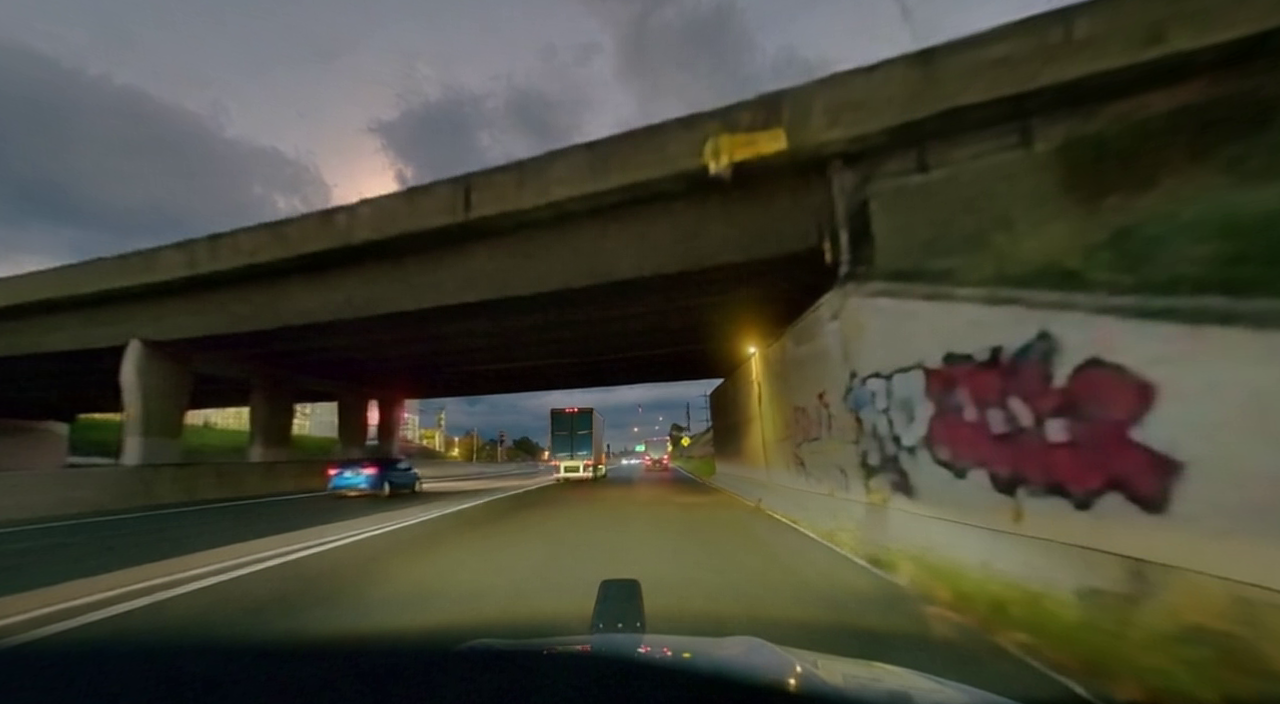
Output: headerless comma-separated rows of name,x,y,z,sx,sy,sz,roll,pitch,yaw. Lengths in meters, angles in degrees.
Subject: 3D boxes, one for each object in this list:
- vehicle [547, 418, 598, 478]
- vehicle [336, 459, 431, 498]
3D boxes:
vehicle,-4.927,7.312,47.939,2.955,4.022,8.842,0,-9,0
vehicle,-10.320,5.098,25.736,1.940,1.381,4.348,-1,-9,2
